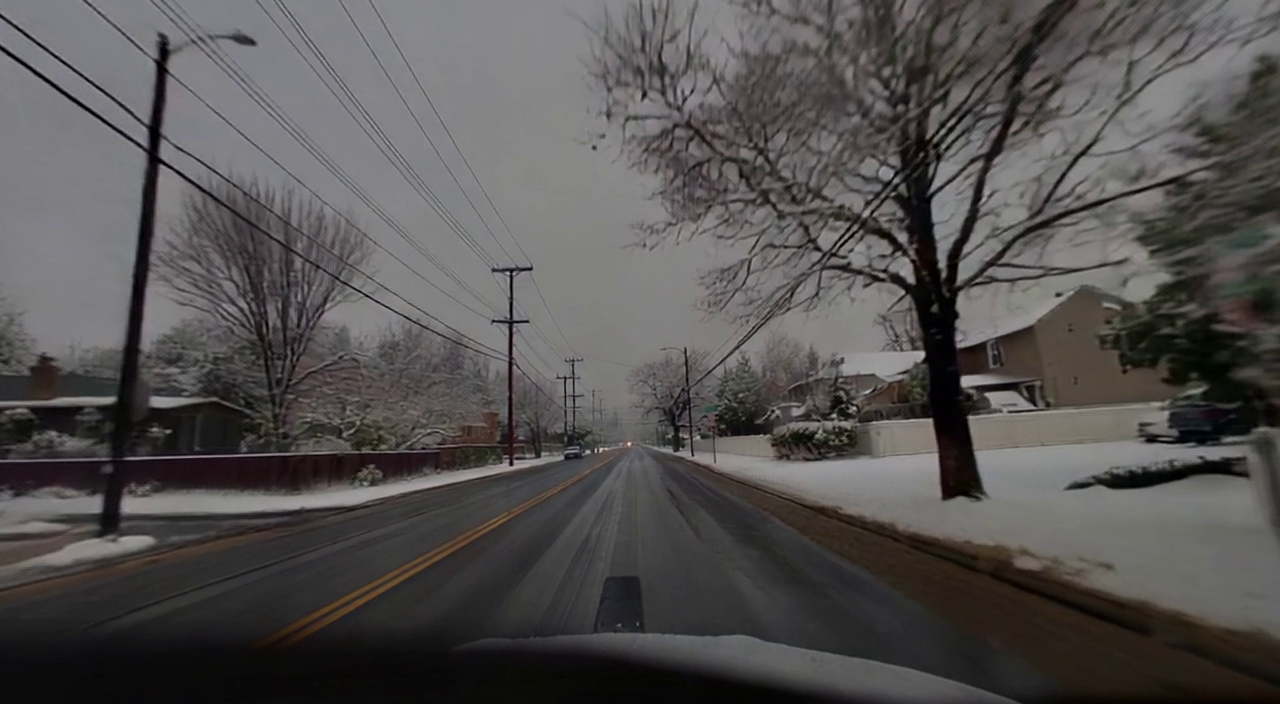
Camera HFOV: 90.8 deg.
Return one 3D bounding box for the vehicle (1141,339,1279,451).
[{"bbox_3d":[21.436,1.614,21.807,2.918,3.393,7.033,-3,-9,7],"label":"vehicle"}]
